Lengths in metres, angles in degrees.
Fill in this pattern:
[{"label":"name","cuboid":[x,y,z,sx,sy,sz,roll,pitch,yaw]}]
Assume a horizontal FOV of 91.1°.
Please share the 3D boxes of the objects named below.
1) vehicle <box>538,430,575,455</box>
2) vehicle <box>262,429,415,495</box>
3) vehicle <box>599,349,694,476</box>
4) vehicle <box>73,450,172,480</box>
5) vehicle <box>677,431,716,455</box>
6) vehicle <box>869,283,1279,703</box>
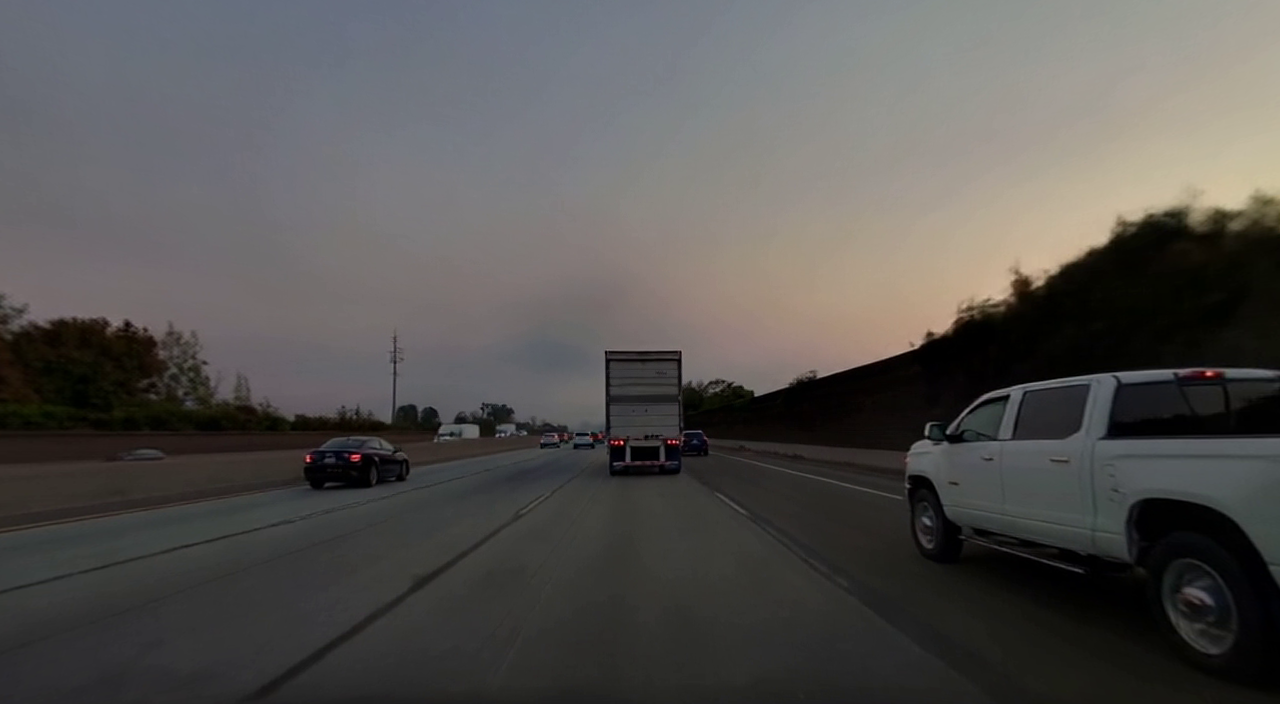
[{"label":"vehicle","cuboid":[-5.715,6.258,43.633,2.134,1.650,4.133,0,-8,-2]},{"label":"vehicle","cuboid":[-7.702,2.810,16.571,2.059,1.500,4.001,0,-8,-1]},{"label":"vehicle","cuboid":[-0.074,2.558,24.675,2.904,3.915,10.473,0,-8,-3]},{"label":"vehicle","cuboid":[-30.705,6.684,37.518,1.840,1.591,4.869,0,-8,-1]},{"label":"vehicle","cuboid":[3.761,6.089,42.404,2.044,1.508,4.716,0,-8,-2]},{"label":"vehicle","cuboid":[3.588,0.873,4.229,2.118,1.832,4.901,0,-8,-1]}]
